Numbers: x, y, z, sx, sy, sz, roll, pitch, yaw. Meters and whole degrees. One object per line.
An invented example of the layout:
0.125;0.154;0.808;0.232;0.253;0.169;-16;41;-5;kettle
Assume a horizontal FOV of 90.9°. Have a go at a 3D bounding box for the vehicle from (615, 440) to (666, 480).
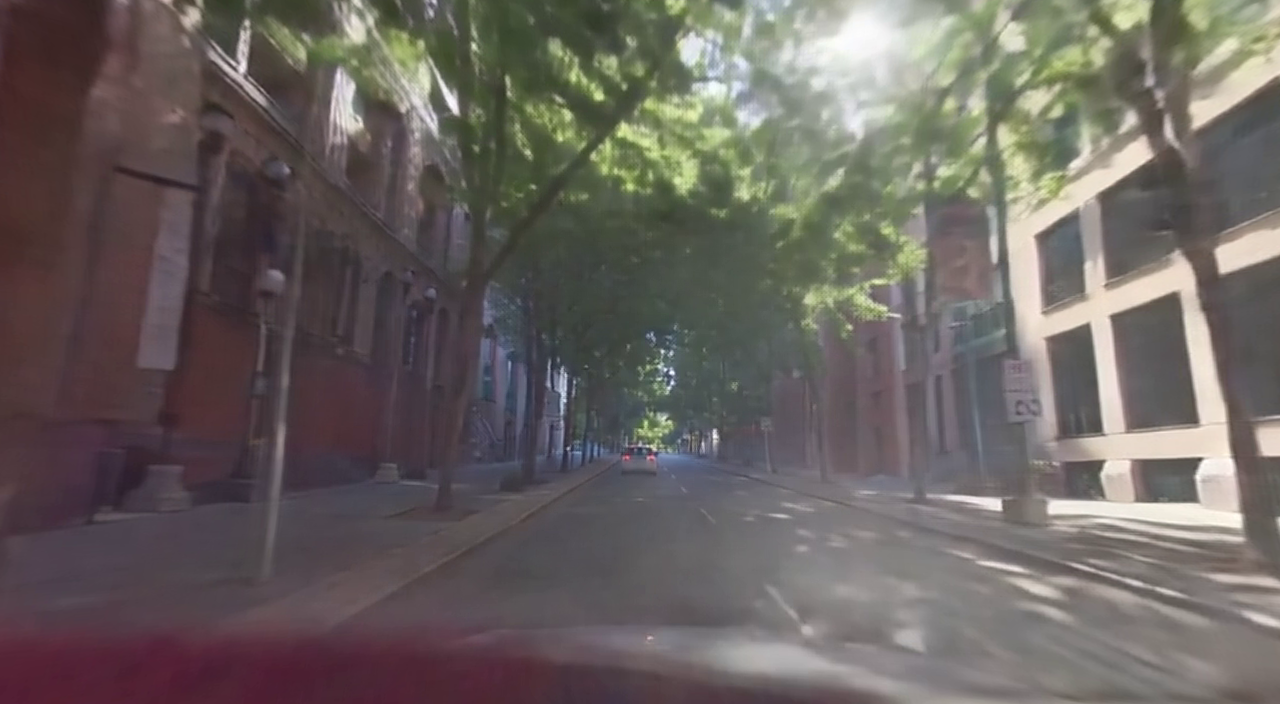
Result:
-0.024;4.716;27.815;2.079;1.621;3.861;0;-8;-1;vehicle
